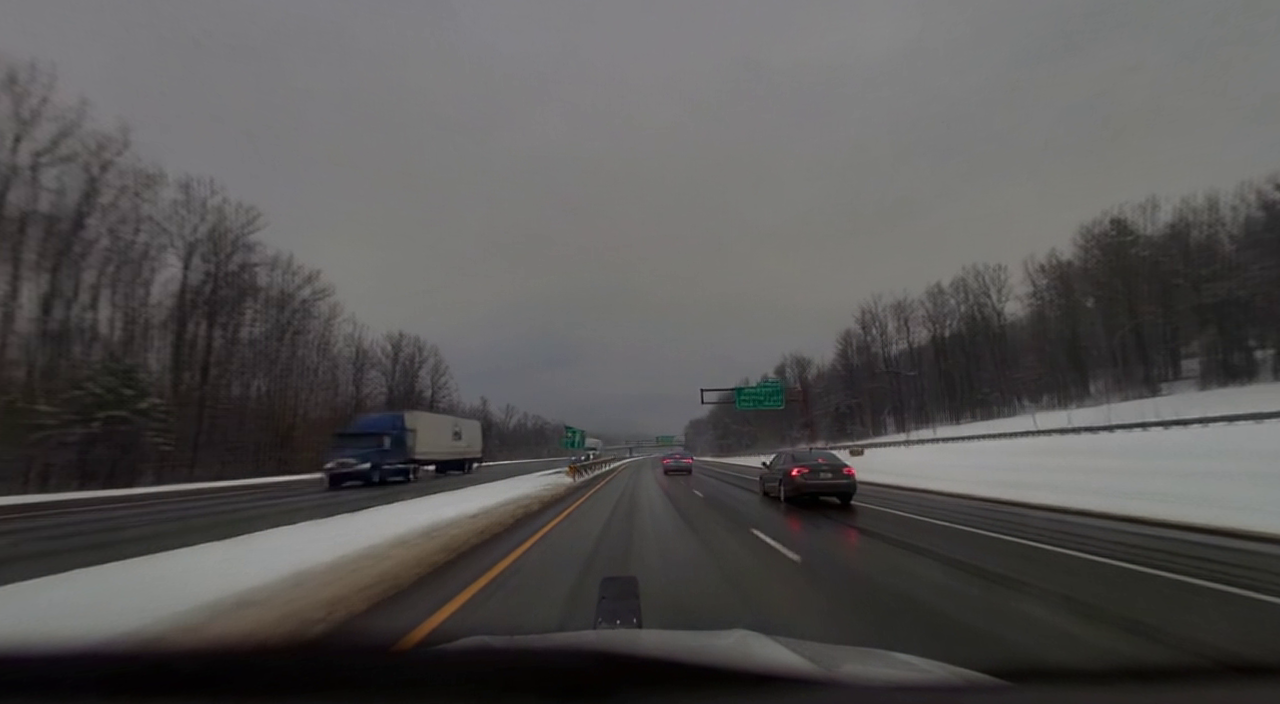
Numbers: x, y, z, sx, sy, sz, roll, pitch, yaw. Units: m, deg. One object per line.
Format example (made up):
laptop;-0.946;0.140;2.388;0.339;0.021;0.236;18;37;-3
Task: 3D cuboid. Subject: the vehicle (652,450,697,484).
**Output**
vehicle;1.630;5.724;31.573;2.070;1.546;4.648;0;-9;1

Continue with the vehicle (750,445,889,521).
vehicle;4.139;3.080;15.297;2.119;1.557;4.163;0;-9;0

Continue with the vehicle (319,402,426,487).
vehicle;-13.749;4.832;32.795;2.861;4.069;5.249;0;-9;3
